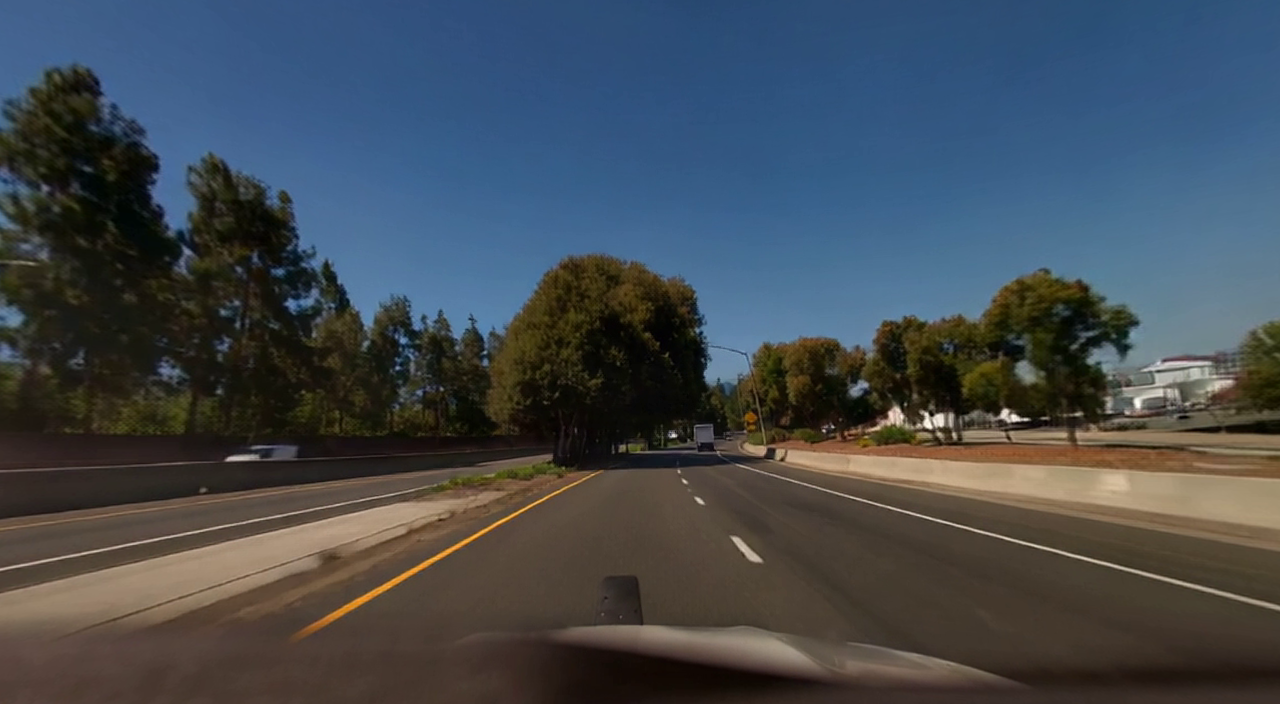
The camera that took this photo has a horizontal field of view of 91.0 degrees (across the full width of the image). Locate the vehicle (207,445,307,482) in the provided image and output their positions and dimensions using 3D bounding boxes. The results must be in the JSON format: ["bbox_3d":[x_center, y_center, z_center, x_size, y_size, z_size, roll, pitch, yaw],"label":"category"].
[{"bbox_3d":[-21.318,6.183,35.358,2.282,1.884,4.847,-1,-9,4],"label":"vehicle"}]
